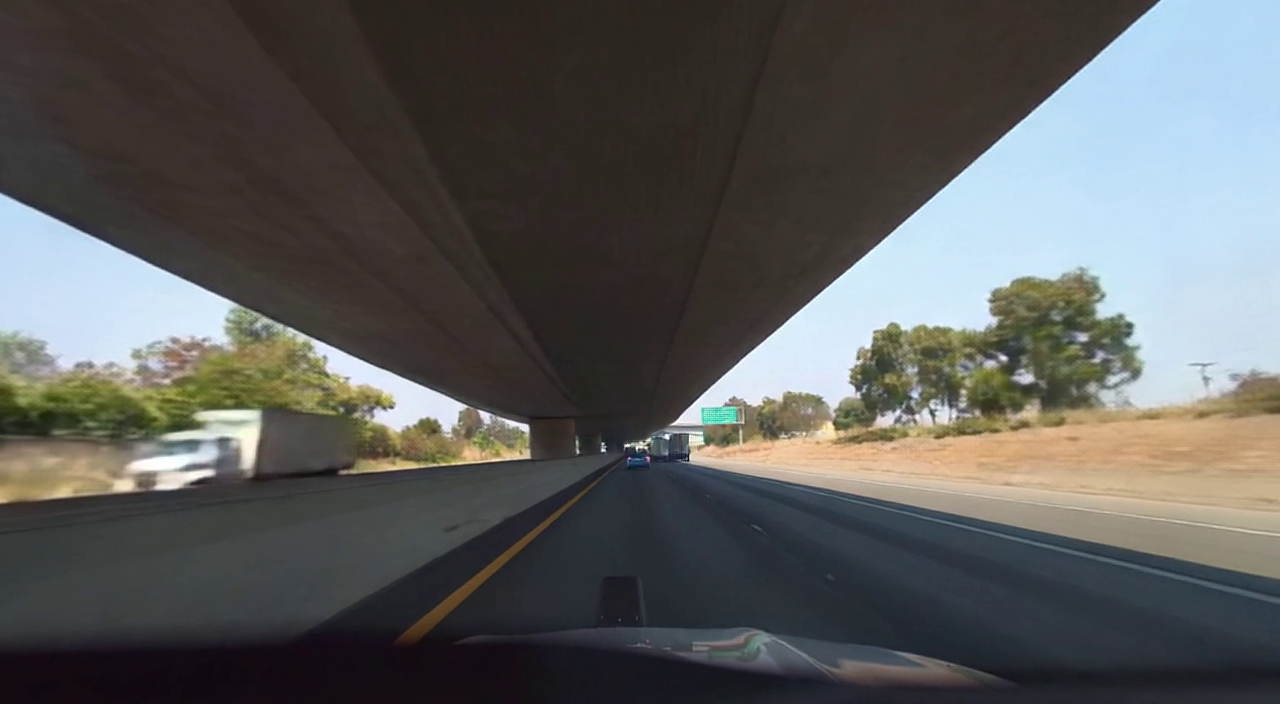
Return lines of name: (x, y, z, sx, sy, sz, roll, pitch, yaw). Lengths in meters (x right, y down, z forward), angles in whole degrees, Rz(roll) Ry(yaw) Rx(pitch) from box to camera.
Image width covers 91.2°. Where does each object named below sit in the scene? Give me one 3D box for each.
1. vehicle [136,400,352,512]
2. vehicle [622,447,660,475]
vehicle: (-15.810, 4.314, 26.343, 2.951, 3.808, 9.312, 0, -9, 0)
vehicle: (0.012, 6.340, 36.636, 2.083, 1.473, 3.923, 0, -9, -1)
